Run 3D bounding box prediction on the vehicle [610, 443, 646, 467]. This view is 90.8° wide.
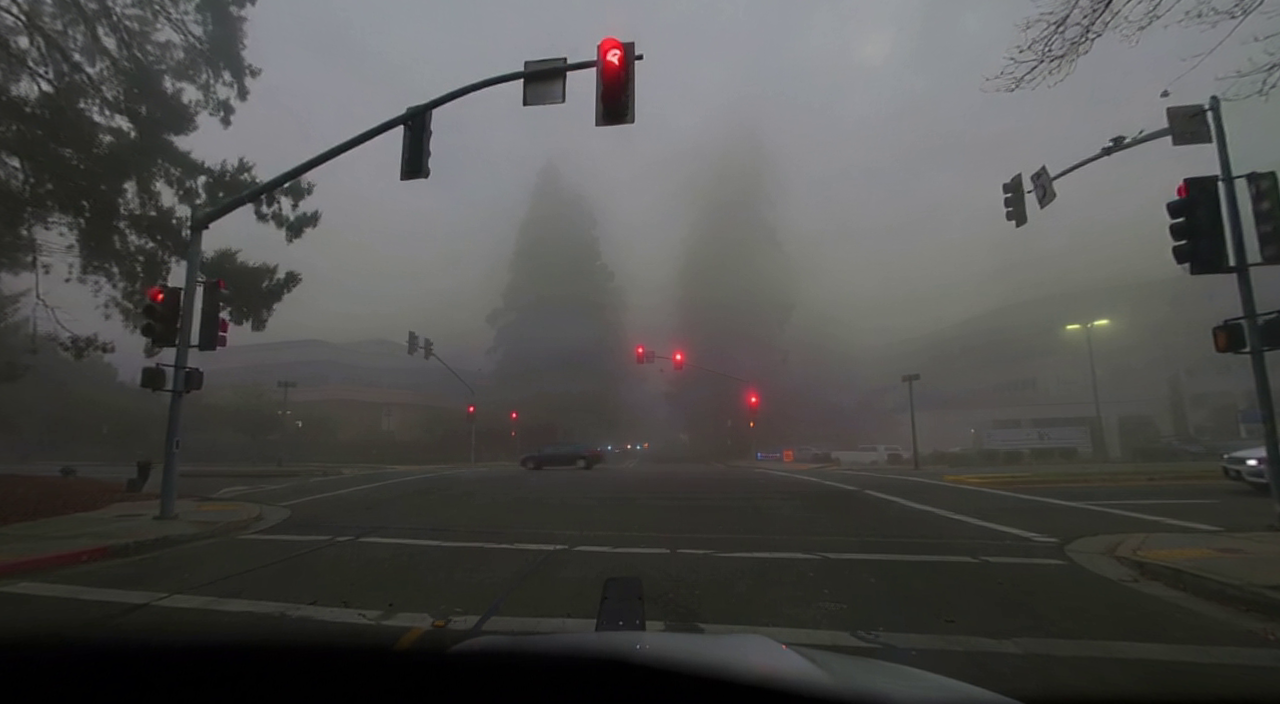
[{"bbox_3d":[-0.842,6.830,41.985,2.056,1.492,3.937,1,-9,-6],"label":"vehicle"}]

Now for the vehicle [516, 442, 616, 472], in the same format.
[{"bbox_3d":[-3.733,5.319,32.089,4.628,1.414,1.897,-3,-9,16],"label":"vehicle"}]

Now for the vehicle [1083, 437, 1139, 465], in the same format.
[{"bbox_3d":[26.979,5.658,36.137,2.092,1.474,4.046,-8,-11,40],"label":"vehicle"}]
